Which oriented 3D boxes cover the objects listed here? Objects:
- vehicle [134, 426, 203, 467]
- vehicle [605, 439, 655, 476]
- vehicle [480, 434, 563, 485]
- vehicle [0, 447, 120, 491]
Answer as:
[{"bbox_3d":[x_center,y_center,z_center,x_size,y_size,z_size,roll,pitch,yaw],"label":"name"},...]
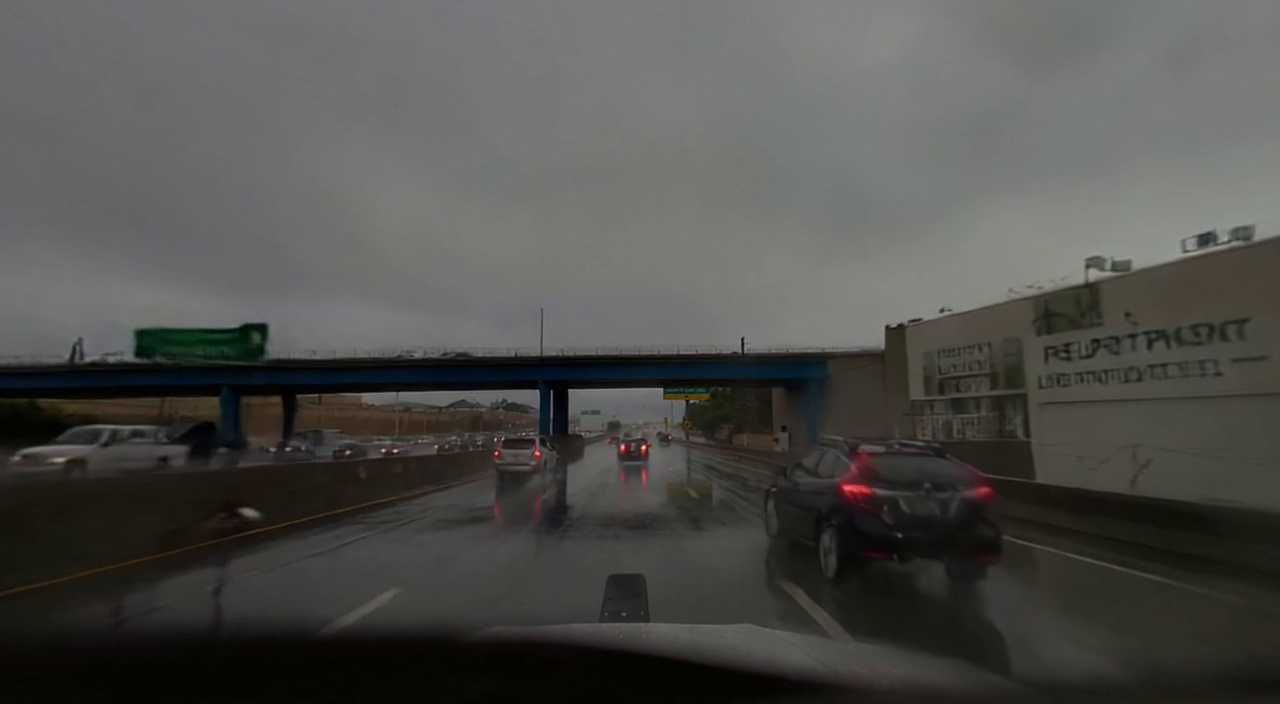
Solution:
[{"bbox_3d":[-32.407,6.477,43.443,2.120,2.646,3.194,-2,-8,2],"label":"vehicle"},{"bbox_3d":[-0.372,4.276,25.788,1.877,1.386,3.872,0,-8,0],"label":"vehicle"},{"bbox_3d":[-4.019,3.710,22.122,2.064,1.589,4.213,0,-8,1],"label":"vehicle"},{"bbox_3d":[-28.848,5.681,31.105,2.051,1.965,4.929,0,-8,1],"label":"vehicle"}]
